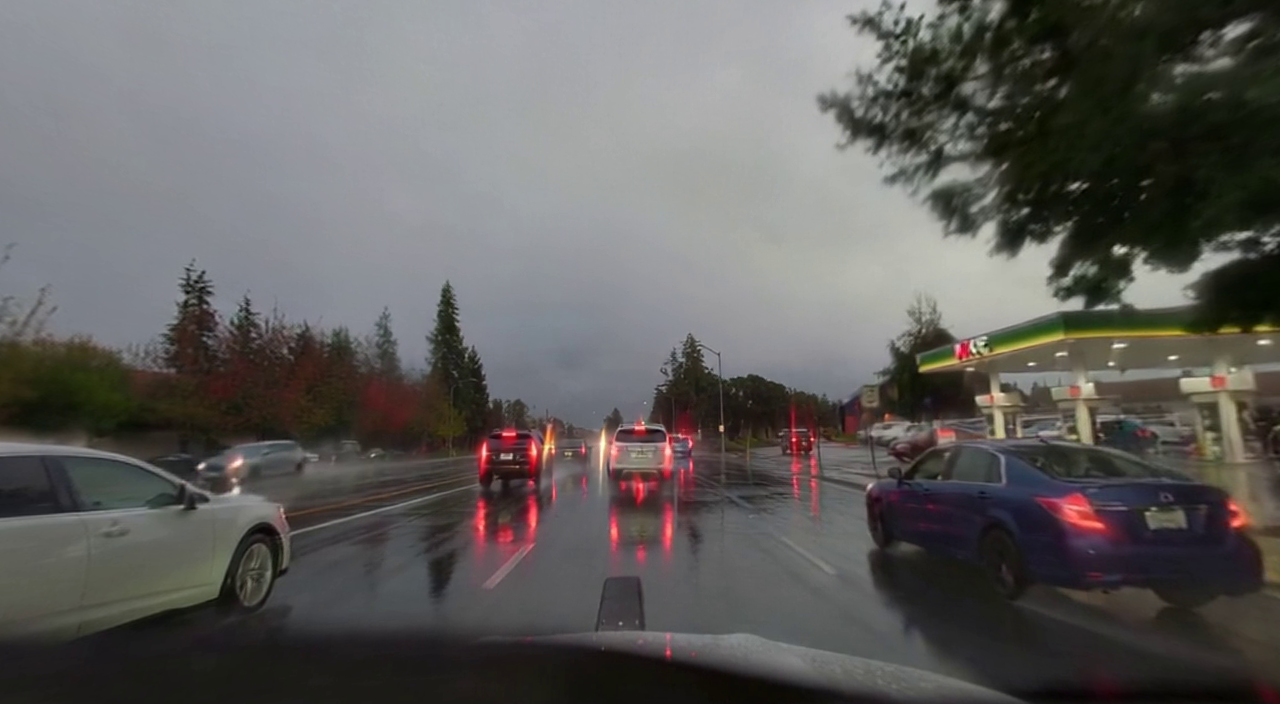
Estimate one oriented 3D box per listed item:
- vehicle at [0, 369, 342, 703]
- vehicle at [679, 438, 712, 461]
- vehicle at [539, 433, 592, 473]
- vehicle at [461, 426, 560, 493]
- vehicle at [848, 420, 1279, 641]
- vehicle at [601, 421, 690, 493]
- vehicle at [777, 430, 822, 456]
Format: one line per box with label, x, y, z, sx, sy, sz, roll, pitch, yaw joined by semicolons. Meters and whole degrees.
vehicle;-3.518;0.992;3.400;1.864;1.574;4.031;0;-8;0
vehicle;3.911;6.977;45.324;1.926;1.522;3.852;0;-8;-2
vehicle;-3.301;4.534;28.605;1.871;1.673;3.920;0;-8;1
vehicle;-3.549;3.039;18.157;1.932;1.695;4.150;0;-8;1
vehicle;3.926;1.530;6.581;1.888;1.456;4.589;0;-8;-1
vehicle;0.123;2.989;18.257;2.279;1.803;4.254;0;-8;0
vehicle;12.013;6.894;47.903;2.102;1.887;4.673;0;-8;-1
